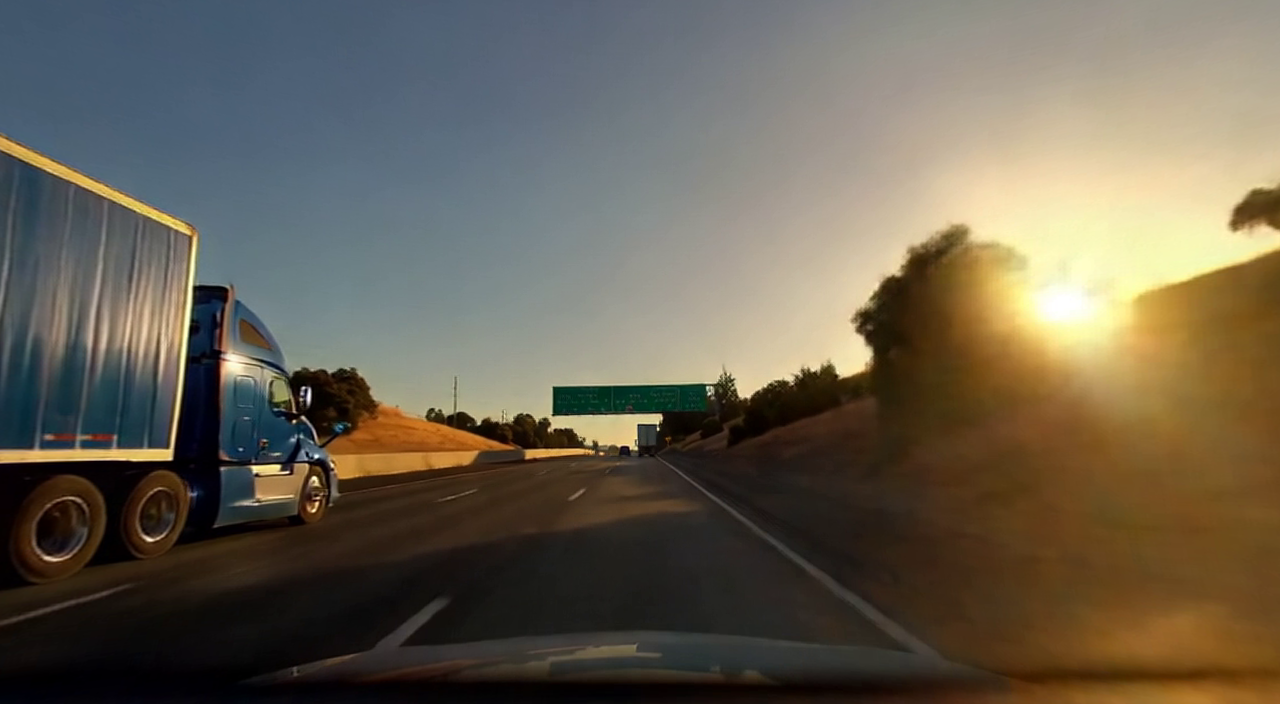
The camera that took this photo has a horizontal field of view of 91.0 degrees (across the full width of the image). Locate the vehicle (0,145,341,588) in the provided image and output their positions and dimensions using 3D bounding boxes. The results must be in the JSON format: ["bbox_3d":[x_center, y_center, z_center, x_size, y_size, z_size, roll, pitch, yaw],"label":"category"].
[{"bbox_3d":[-7.226,0.370,7.304,2.996,3.947,8.600,0,-9,1],"label":"vehicle"}]
